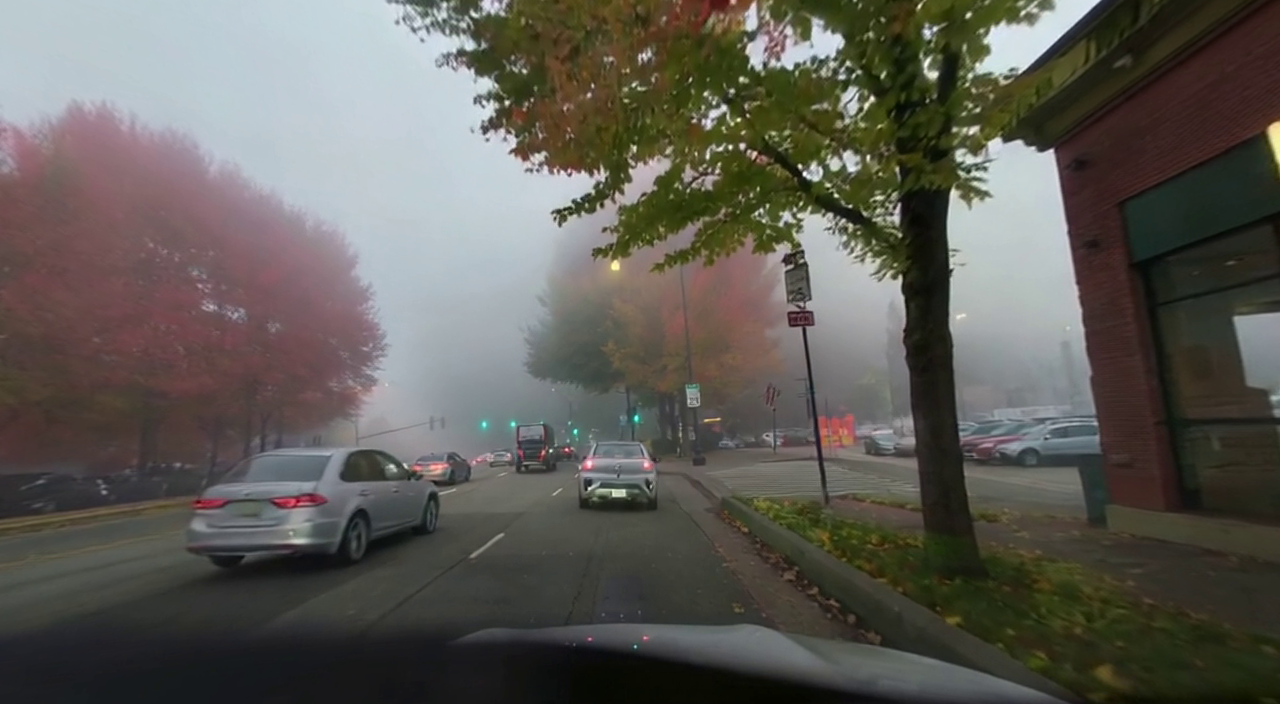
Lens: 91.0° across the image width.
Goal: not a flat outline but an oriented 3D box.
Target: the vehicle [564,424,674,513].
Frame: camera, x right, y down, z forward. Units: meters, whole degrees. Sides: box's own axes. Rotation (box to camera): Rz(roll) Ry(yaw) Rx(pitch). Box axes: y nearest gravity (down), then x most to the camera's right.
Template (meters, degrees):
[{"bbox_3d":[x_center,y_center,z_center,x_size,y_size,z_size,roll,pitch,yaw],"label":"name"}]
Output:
[{"bbox_3d":[-0.484,2.589,14.367,2.144,1.704,4.028,1,-9,-2],"label":"vehicle"}]

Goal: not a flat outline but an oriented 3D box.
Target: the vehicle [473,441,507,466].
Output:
[{"bbox_3d":[-11.082,7.522,46.778,2.069,1.719,4.441,2,-9,-9],"label":"vehicle"}]

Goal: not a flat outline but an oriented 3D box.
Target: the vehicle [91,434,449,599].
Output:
[{"bbox_3d":[-4.274,1.942,8.425,1.974,1.549,4.603,1,-9,0],"label":"vehicle"}]

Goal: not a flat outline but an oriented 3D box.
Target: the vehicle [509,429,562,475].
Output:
[{"bbox_3d":[-5.011,4.880,30.819,2.082,2.018,4.308,1,-9,-4],"label":"vehicle"}]
